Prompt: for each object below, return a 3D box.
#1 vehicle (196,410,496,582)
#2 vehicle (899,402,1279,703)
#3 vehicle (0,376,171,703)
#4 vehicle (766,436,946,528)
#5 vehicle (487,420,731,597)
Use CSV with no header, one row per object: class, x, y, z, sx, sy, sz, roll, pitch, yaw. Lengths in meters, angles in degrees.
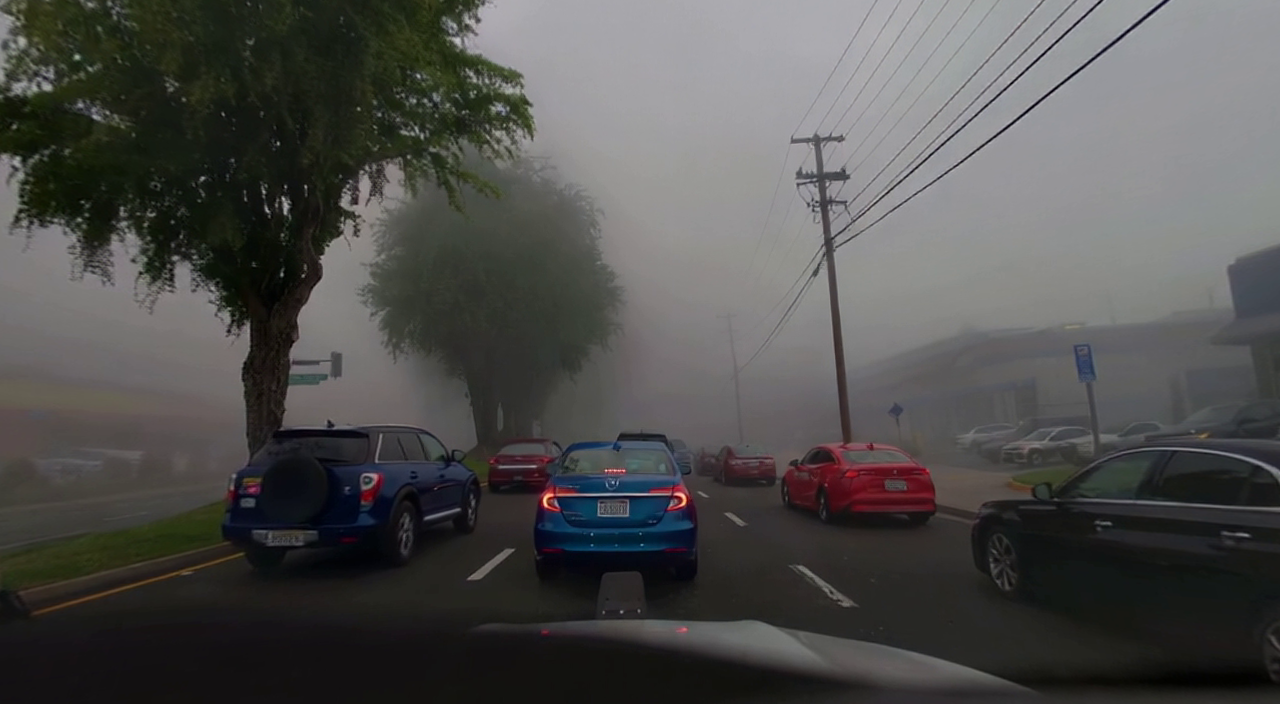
vehicle,-3.419,1.750,8.485,1.979,1.697,4.254,0,-9,0
vehicle,3.664,1.189,4.184,1.929,1.479,4.723,0,-9,1
vehicle,-2.839,0.574,0.146,1.984,1.496,4.530,0,-9,0
vehicle,3.933,2.428,12.424,1.909,1.473,4.361,0,-9,-1
vehicle,-0.315,1.636,7.416,2.097,1.511,3.809,0,-9,-2
